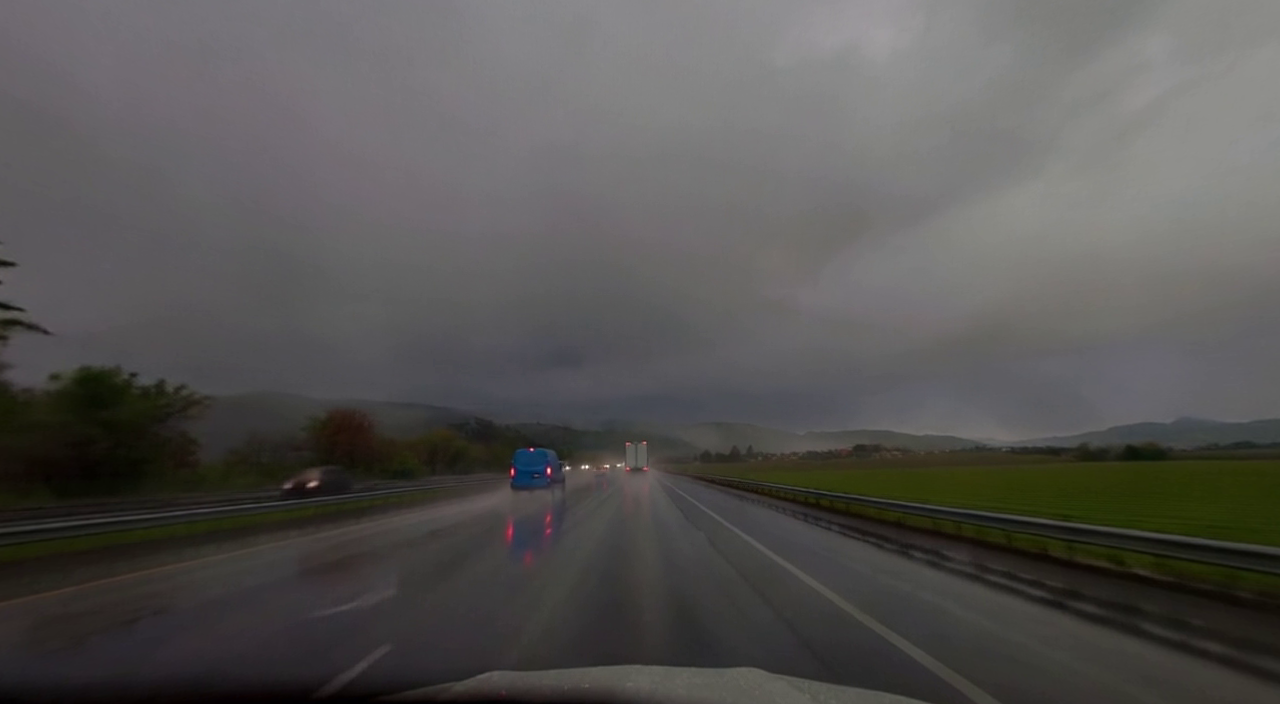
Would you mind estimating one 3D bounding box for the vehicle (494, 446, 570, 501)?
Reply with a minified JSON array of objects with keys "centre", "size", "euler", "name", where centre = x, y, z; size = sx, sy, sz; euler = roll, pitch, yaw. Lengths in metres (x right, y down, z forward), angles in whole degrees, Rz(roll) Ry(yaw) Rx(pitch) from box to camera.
[{"centre":[-4.231,4.877,25.467],"size":[2.208,1.973,4.716],"euler":[1,-10,0],"name":"vehicle"}]
